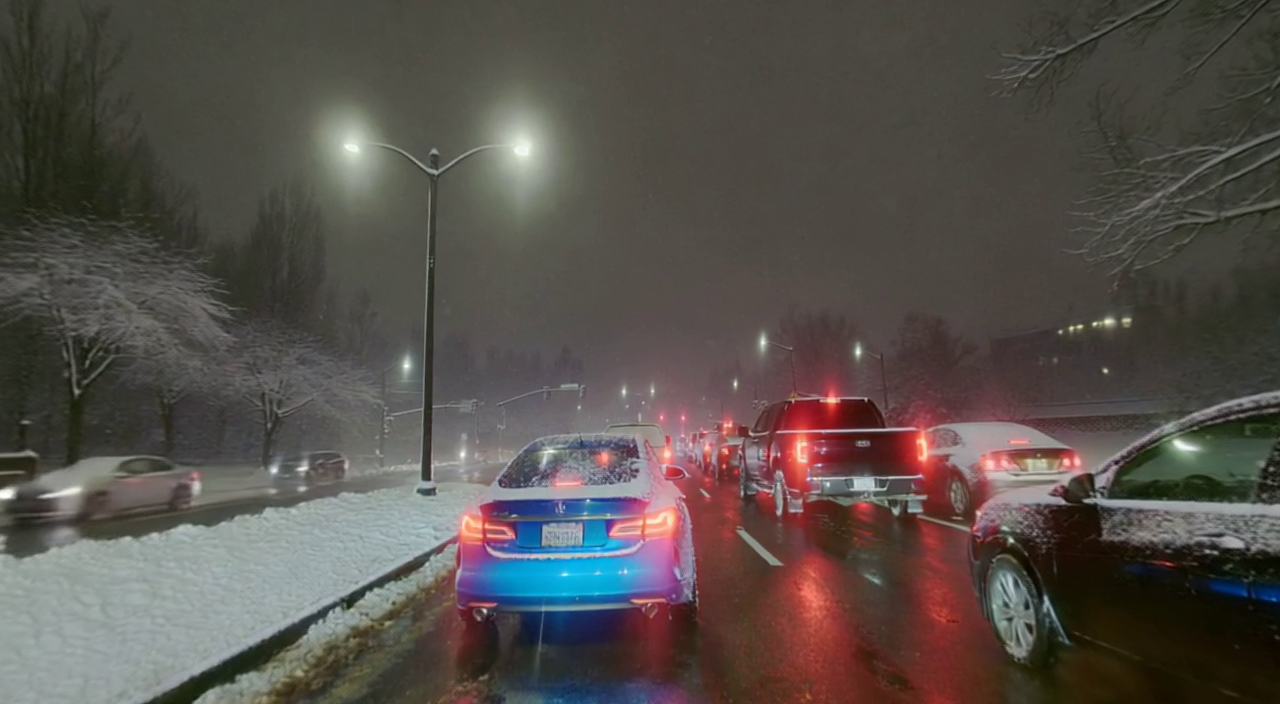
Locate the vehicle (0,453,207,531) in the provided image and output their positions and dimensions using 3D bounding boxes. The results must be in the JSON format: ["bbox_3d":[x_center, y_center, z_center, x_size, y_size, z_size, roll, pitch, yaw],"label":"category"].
[{"bbox_3d":[-12.767,3.201,14.919,1.926,1.519,4.104,0,-9,1],"label":"vehicle"}]

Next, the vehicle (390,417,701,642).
[{"bbox_3d":[-0.584,1.502,6.336,2.111,1.506,4.018,0,-9,2],"label":"vehicle"}]

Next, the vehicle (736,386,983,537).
[{"bbox_3d":[3.514,1.957,11.710,2.444,2.098,5.766,0,-9,-1],"label":"vehicle"}]

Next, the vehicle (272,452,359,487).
[{"bbox_3d":[-16.020,5.782,31.243,1.966,1.563,4.203,0,-9,1],"label":"vehicle"}]

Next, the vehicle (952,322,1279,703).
[{"bbox_3d":[3.157,0.758,2.078,1.982,1.709,4.427,0,-9,1],"label":"vehicle"}]
